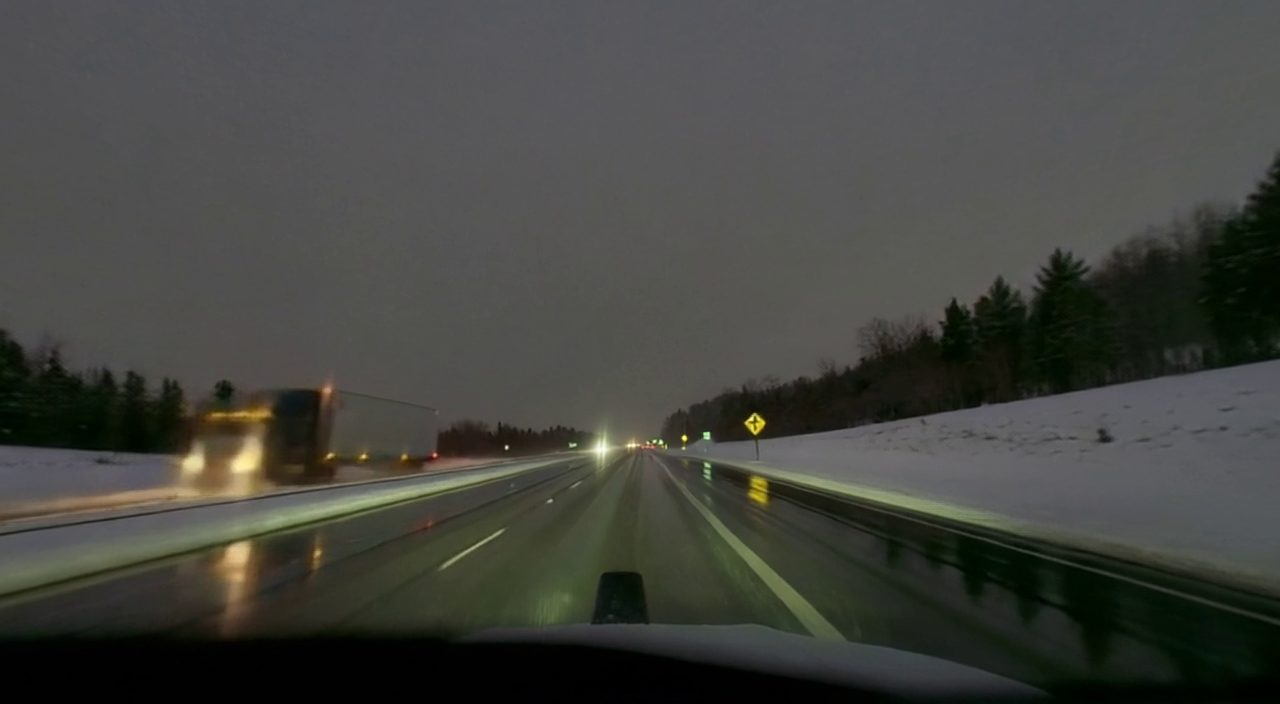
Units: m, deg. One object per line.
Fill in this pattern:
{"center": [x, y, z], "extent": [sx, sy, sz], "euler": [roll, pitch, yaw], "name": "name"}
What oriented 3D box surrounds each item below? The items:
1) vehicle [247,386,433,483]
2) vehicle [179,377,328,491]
{"center": [-15.063, 4.518, 33.853], "extent": [2.970, 4.086, 14.344], "euler": [0, -8, 0], "name": "vehicle"}
{"center": [-15.023, 3.249, 24.907], "extent": [2.989, 4.083, 4.195], "euler": [1, -8, 0], "name": "vehicle"}
